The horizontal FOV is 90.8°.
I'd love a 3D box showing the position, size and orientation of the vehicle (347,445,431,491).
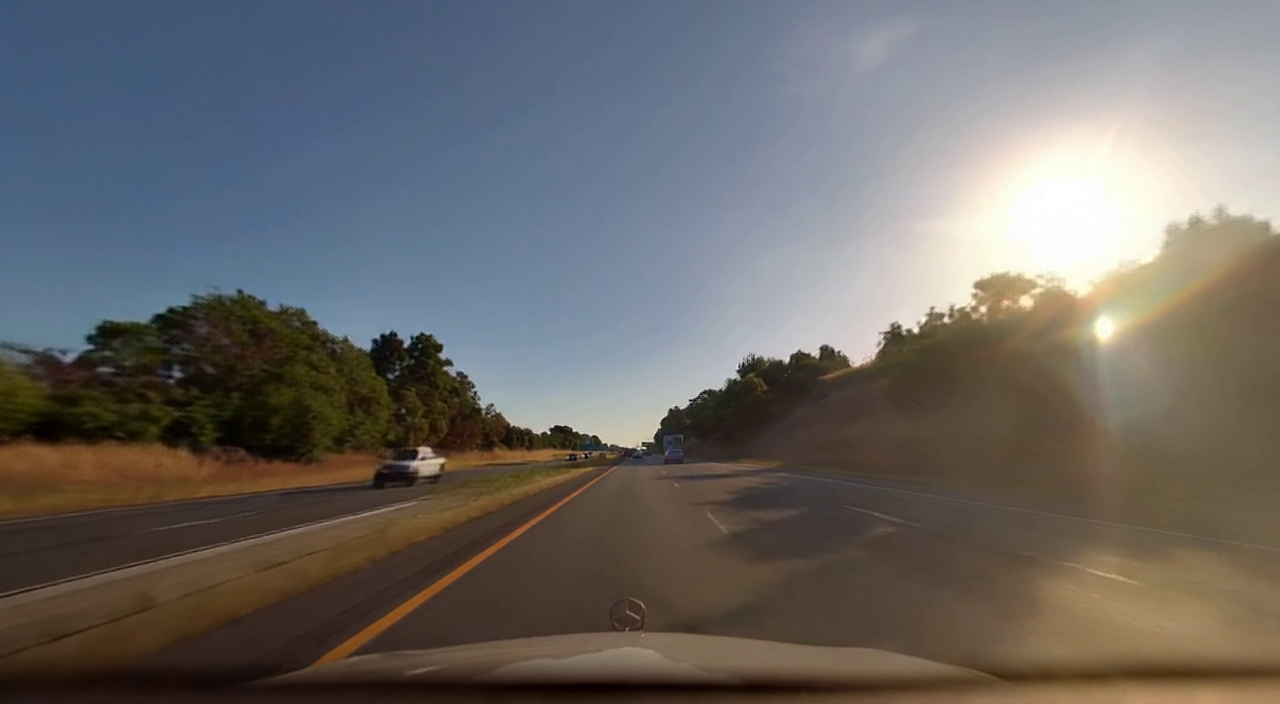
[{"bbox_3d":[-12.013,5.537,30.600,2.112,2.012,4.787,0,-9,0],"label":"vehicle"}]
